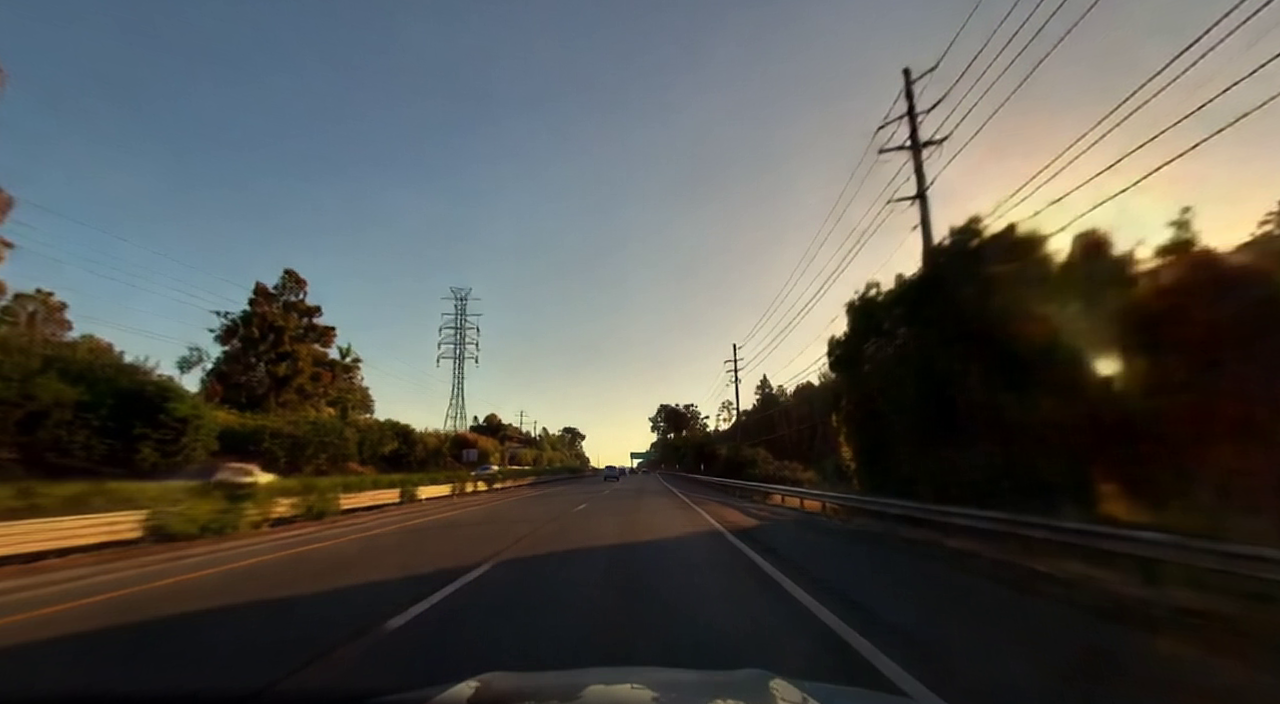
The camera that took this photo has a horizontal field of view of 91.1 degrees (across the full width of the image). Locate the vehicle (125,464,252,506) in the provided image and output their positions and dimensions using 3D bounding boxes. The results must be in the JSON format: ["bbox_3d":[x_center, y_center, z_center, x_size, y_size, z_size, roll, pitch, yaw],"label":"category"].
[{"bbox_3d":[-19.245,5.676,27.103,1.947,1.607,4.653,0,-11,1],"label":"vehicle"}]
